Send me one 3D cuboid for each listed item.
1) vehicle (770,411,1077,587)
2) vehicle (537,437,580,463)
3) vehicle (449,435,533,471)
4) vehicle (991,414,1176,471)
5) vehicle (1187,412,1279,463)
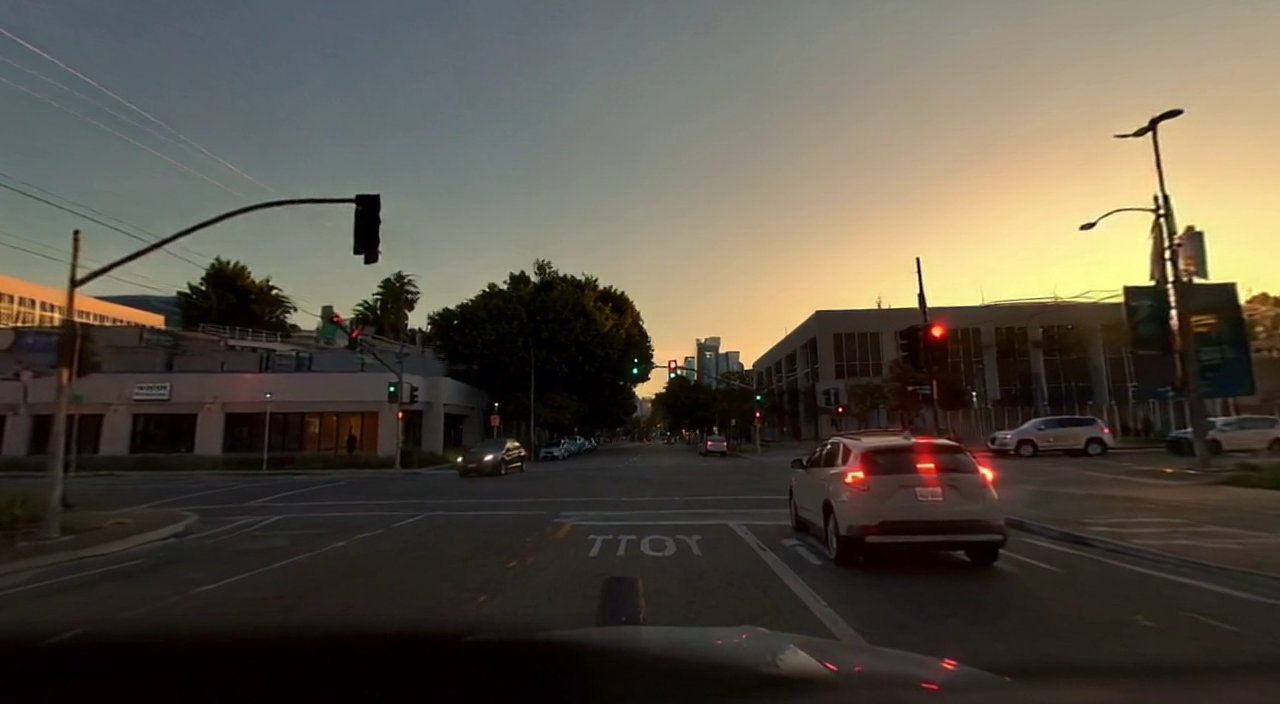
[{"bbox_3d":[2.965,1.612,7.679,1.947,1.576,3.825,0,-8,0],"label":"vehicle"},{"bbox_3d":[-5.590,6.805,43.861,2.115,1.690,4.322,-1,-8,4],"label":"vehicle"},{"bbox_3d":[-7.676,5.231,32.932,1.972,1.693,4.516,-4,-9,22],"label":"vehicle"},{"bbox_3d":[14.631,3.014,21.023,4.611,1.778,1.939,0,-8,0],"label":"vehicle"},{"bbox_3d":[21.522,2.913,21.424,4.095,1.640,1.848,0,-8,0],"label":"vehicle"}]
